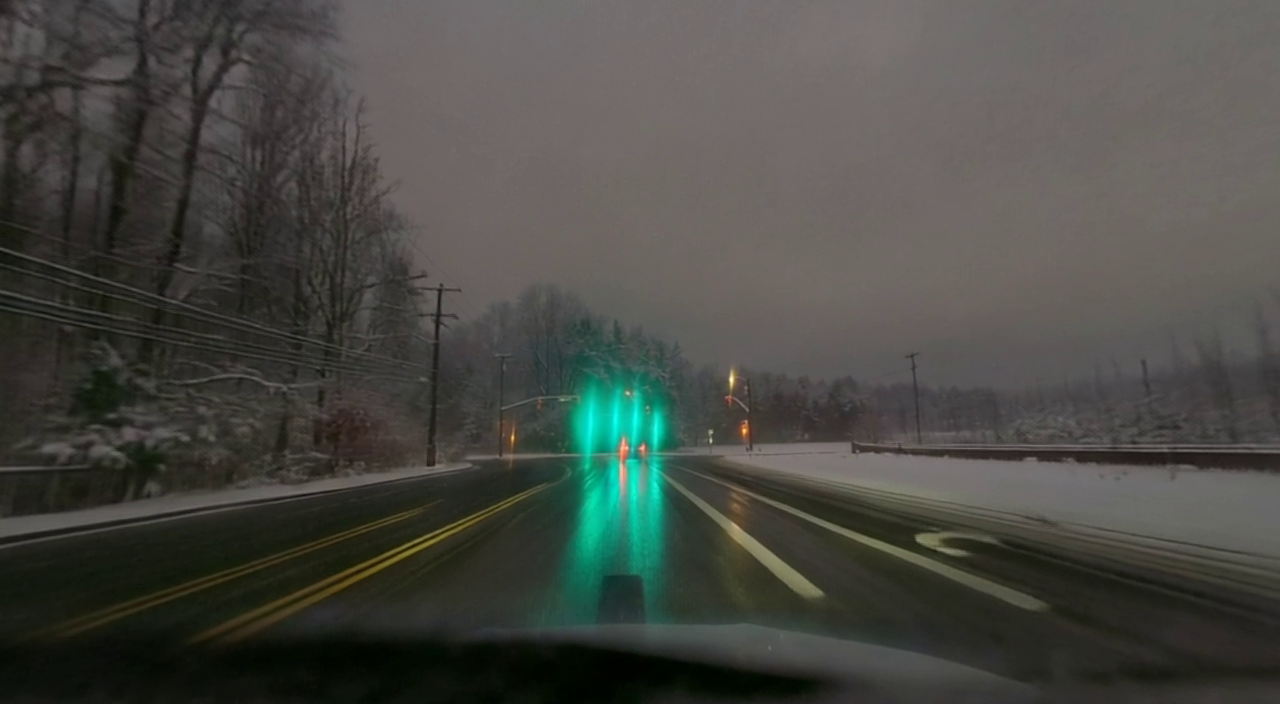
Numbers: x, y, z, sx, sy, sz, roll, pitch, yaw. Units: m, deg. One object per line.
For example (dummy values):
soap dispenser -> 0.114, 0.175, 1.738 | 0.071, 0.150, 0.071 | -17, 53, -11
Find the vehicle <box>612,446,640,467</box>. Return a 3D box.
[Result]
vehicle -> -1.113, 7.840, 47.743 | 2.042, 1.489, 3.963 | 0, -9, -3
